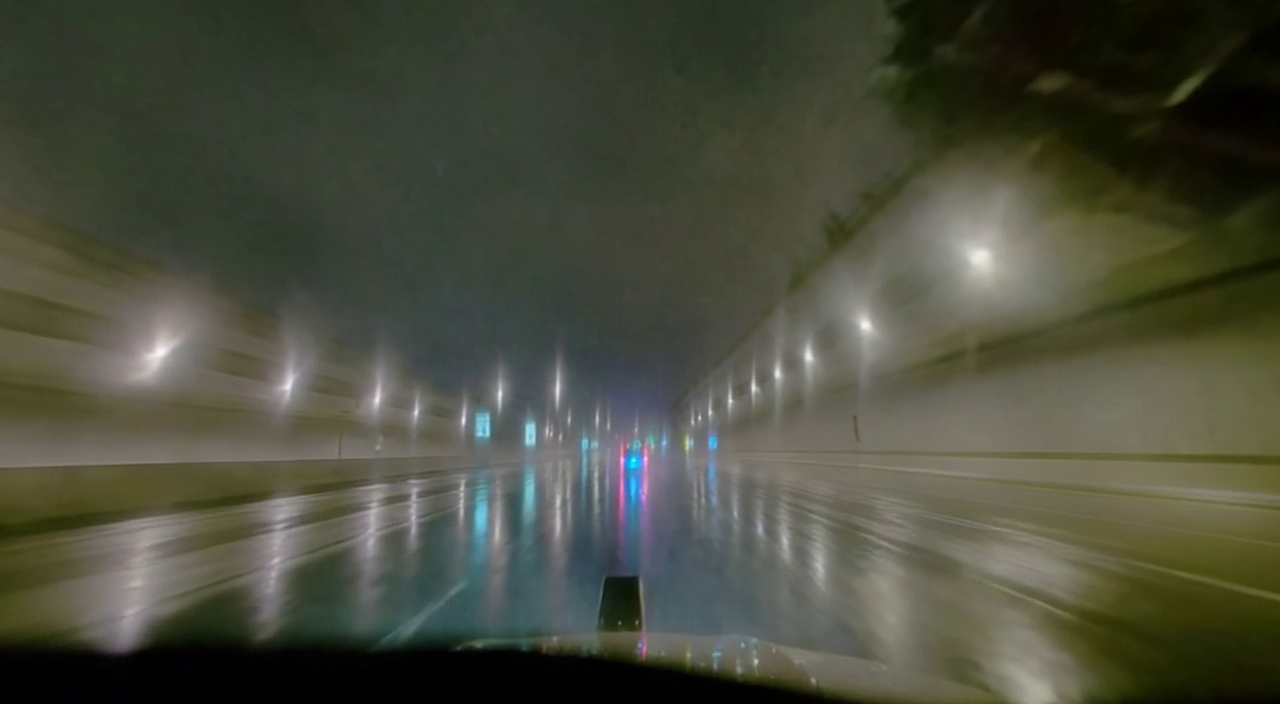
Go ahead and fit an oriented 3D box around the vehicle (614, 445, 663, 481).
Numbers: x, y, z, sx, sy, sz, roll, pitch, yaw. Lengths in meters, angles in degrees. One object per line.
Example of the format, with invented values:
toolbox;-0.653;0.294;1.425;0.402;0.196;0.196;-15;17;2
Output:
vehicle;-0.126;5.037;28.874;2.055;1.501;4.321;0;-9;-2
